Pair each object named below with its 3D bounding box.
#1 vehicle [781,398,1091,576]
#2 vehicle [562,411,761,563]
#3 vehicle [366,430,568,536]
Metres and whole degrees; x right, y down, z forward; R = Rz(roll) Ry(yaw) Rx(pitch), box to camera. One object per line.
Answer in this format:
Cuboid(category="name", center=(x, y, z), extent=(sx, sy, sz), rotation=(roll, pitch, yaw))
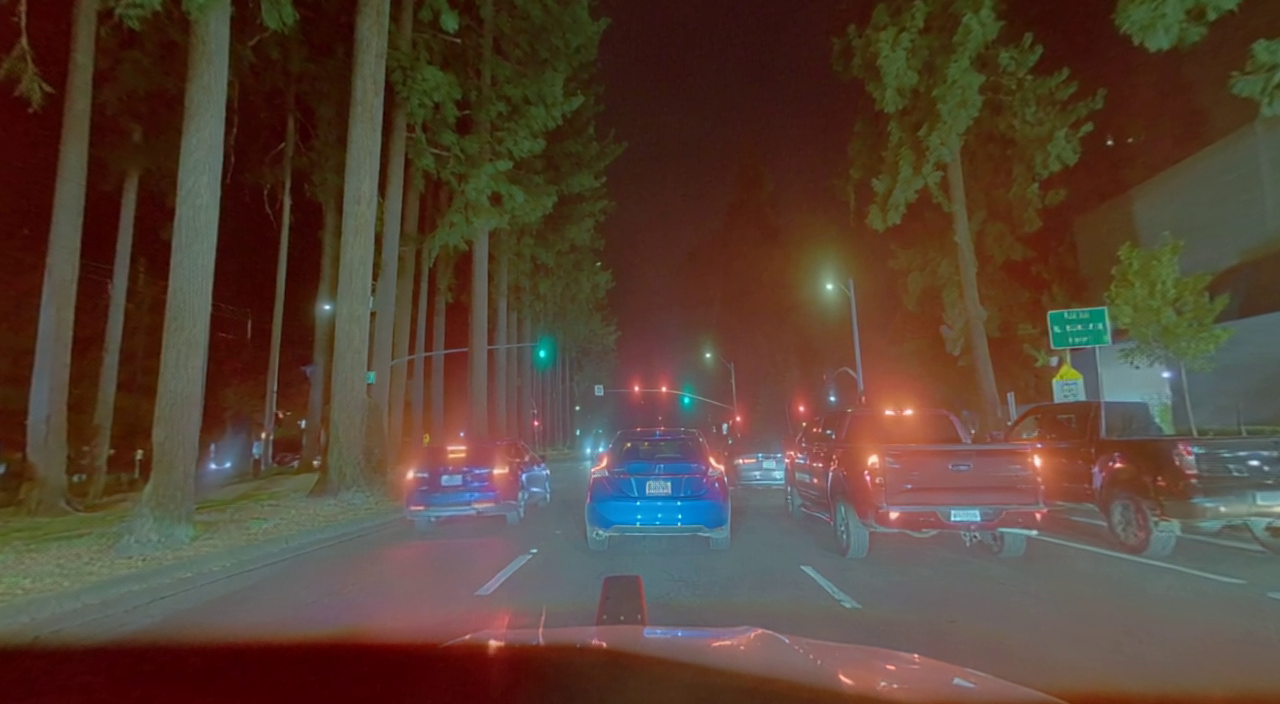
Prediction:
Cuboid(category="vehicle", center=(3.379, 1.633, 8.380), extent=(2.099, 1.725, 4.290), rotation=(0, -8, 2))
Cuboid(category="vehicle", center=(0.239, 1.777, 8.973), extent=(2.168, 1.641, 4.039), rotation=(0, -8, 0))
Cuboid(category="vehicle", center=(-2.771, 2.257, 11.626), extent=(2.133, 1.496, 5.150), rotation=(0, -8, 2))
